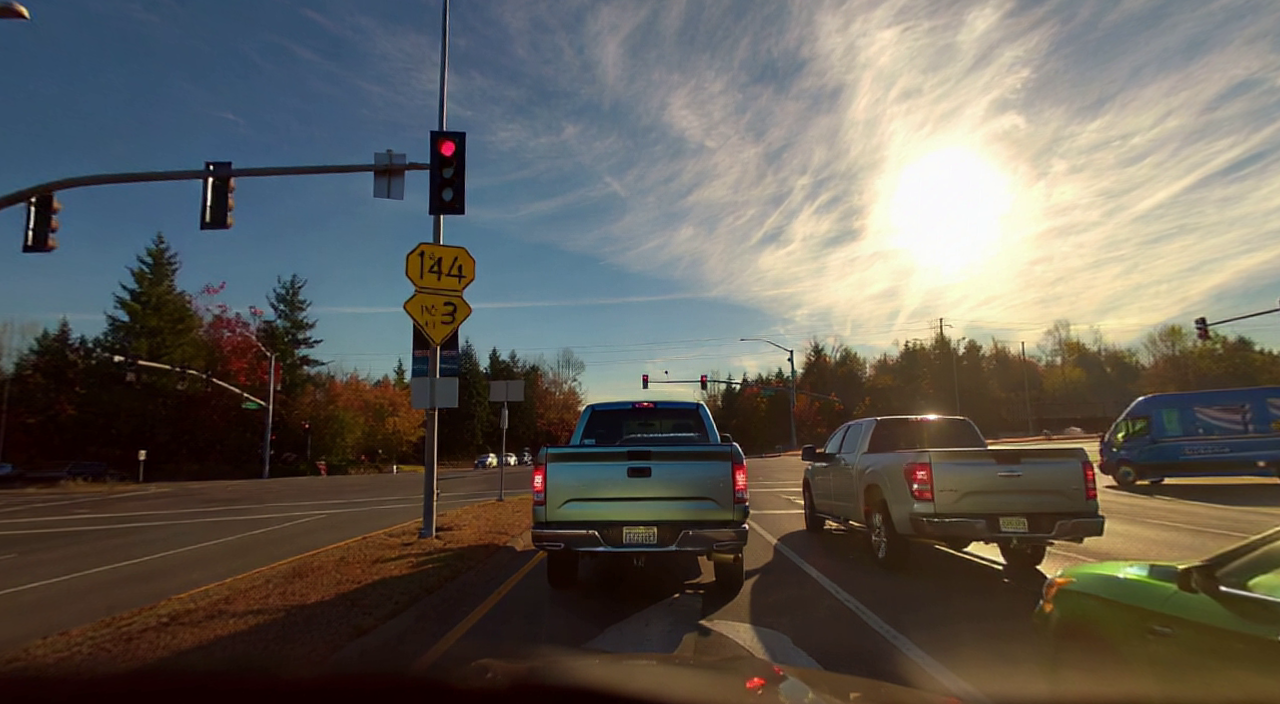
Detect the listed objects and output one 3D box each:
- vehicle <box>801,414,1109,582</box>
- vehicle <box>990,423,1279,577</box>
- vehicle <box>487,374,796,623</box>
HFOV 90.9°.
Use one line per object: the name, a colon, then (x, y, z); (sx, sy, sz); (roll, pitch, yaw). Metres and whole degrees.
vehicle: (3.578, 1.717, 8.194); (1.981, 1.616, 4.006); (0, -8, 1)
vehicle: (6.830, 1.747, 8.289); (1.973, 1.470, 4.228); (0, -8, 0)
vehicle: (0.041, 1.470, 7.335); (2.326, 1.880, 4.964); (0, -8, 1)
